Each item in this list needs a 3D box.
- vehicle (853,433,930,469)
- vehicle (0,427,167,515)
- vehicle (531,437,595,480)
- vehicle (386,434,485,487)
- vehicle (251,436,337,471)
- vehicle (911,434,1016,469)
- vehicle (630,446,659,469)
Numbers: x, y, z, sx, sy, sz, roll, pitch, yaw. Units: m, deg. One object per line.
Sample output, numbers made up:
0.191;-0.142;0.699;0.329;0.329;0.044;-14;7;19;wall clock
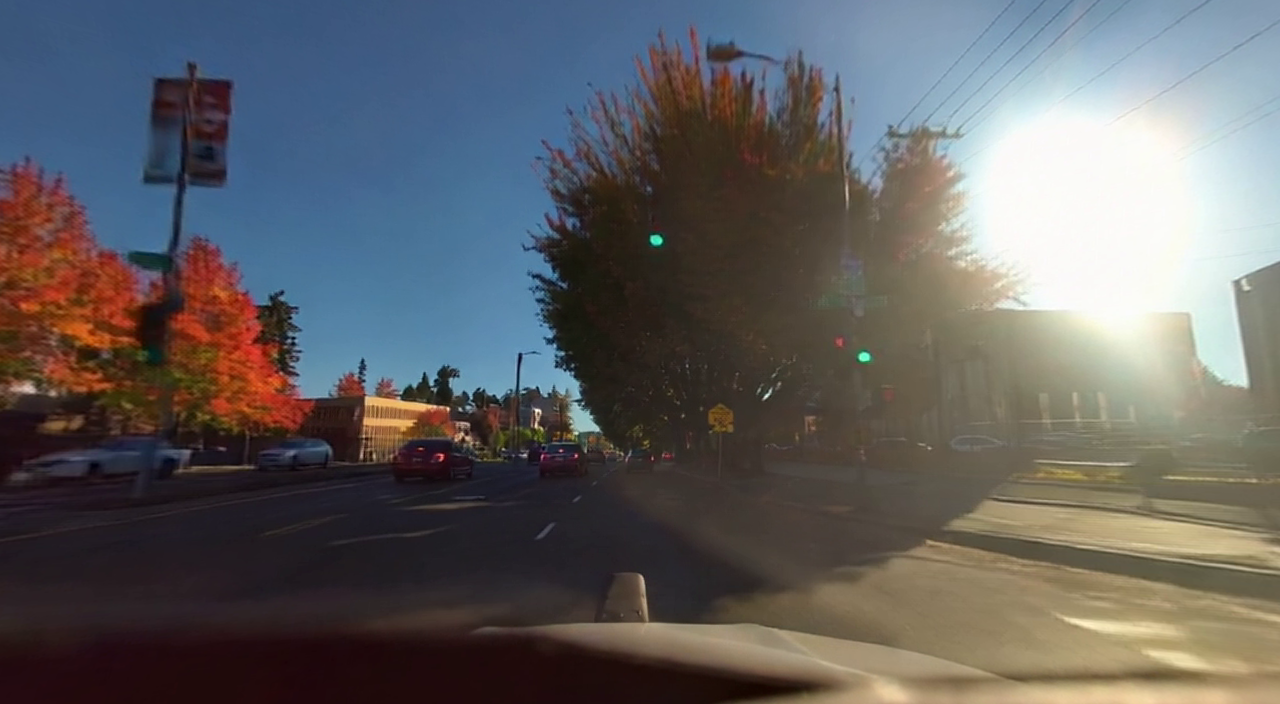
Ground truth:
13.331;5.249;33.692;1.862;1.559;3.959;-4;-5;-11;vehicle
-11.737;2.211;12.114;1.872;1.475;4.325;1;-8;0;vehicle
-3.235;4.578;27.393;2.085;1.663;4.513;1;-8;1;vehicle
-6.868;3.666;21.676;1.932;1.596;4.247;1;-8;1;vehicle
-19.566;5.726;35.893;2.118;1.798;4.923;1;-8;0;vehicle
14.678;4.518;28.863;1.826;1.474;4.254;3;-8;-15;vehicle
0.345;8.269;49.533;2.144;1.704;4.028;1;-8;0;vehicle
